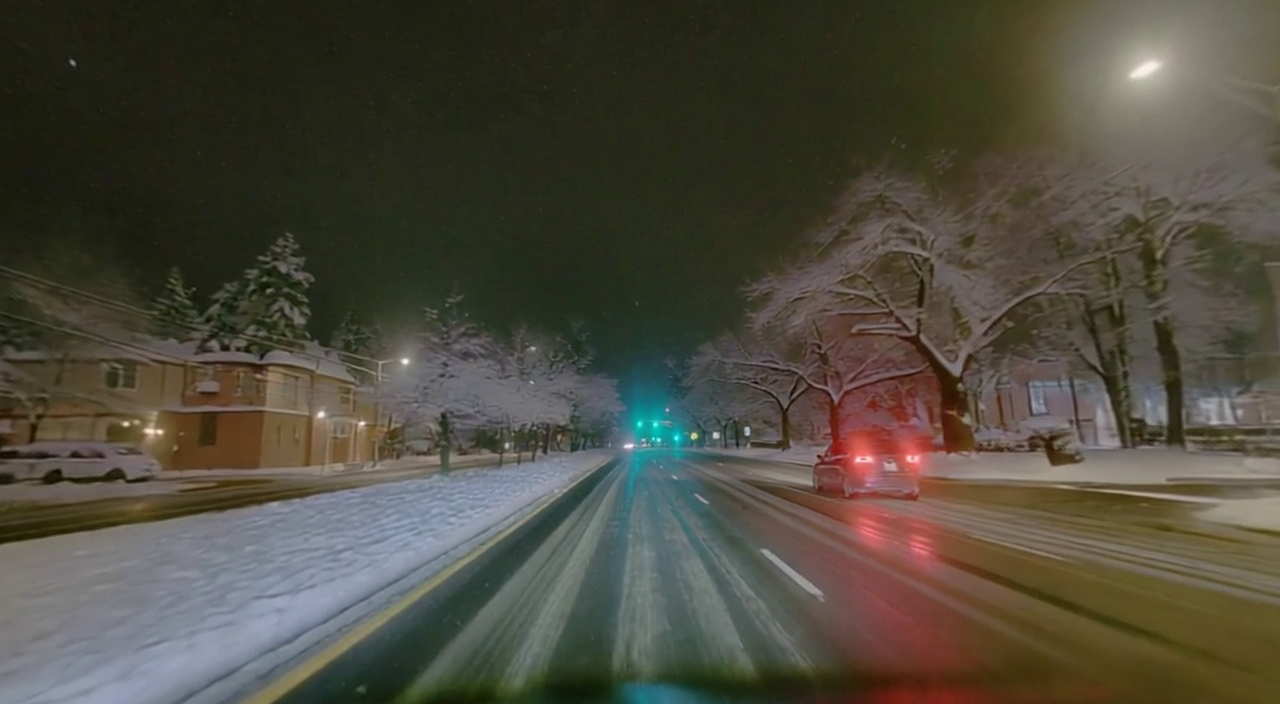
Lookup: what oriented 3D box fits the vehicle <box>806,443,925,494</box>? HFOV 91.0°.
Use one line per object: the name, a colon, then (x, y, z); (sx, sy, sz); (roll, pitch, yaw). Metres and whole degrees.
vehicle: (6.988, 3.640, 20.131); (2.054, 1.421, 4.487); (0, -9, -1)
